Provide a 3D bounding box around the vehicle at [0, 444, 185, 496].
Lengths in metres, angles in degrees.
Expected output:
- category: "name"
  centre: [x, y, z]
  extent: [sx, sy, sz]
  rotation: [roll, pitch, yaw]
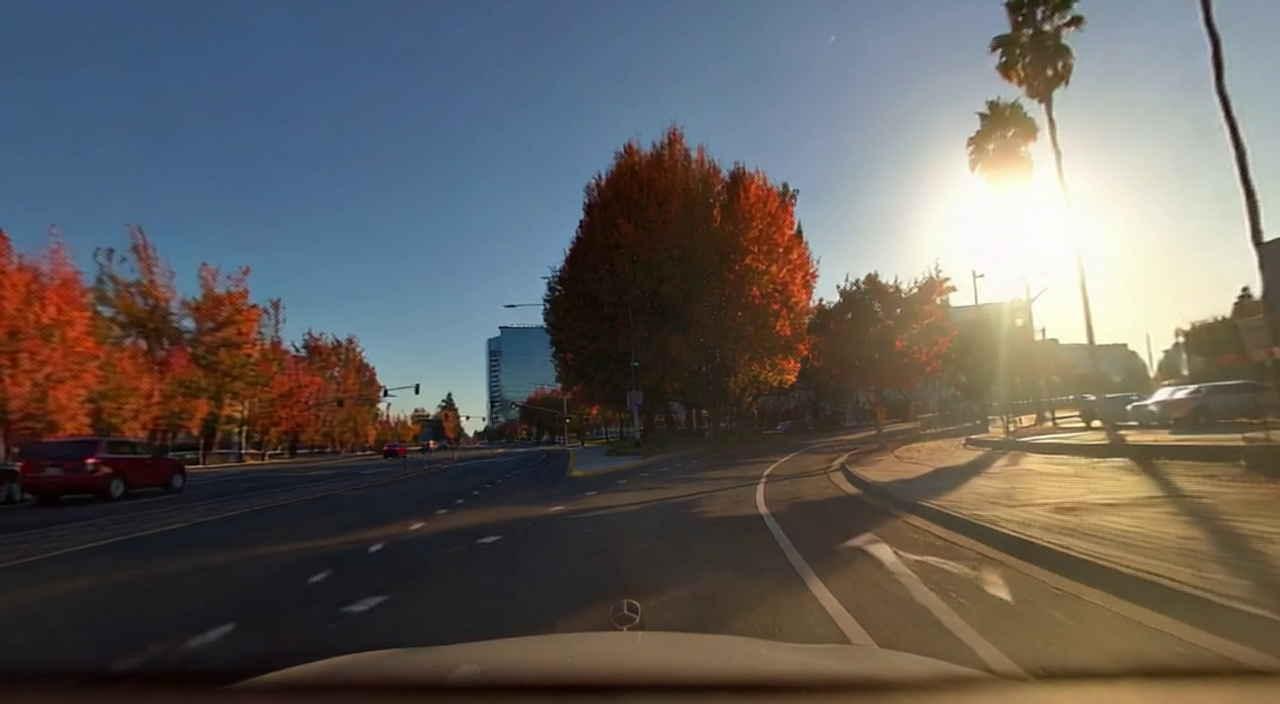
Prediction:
- category: "vehicle"
  centre: [-27.081, 5.756, 31.623]
  extent: [2.819, 2.204, 8.236]
  rotation: [1, -8, -5]
